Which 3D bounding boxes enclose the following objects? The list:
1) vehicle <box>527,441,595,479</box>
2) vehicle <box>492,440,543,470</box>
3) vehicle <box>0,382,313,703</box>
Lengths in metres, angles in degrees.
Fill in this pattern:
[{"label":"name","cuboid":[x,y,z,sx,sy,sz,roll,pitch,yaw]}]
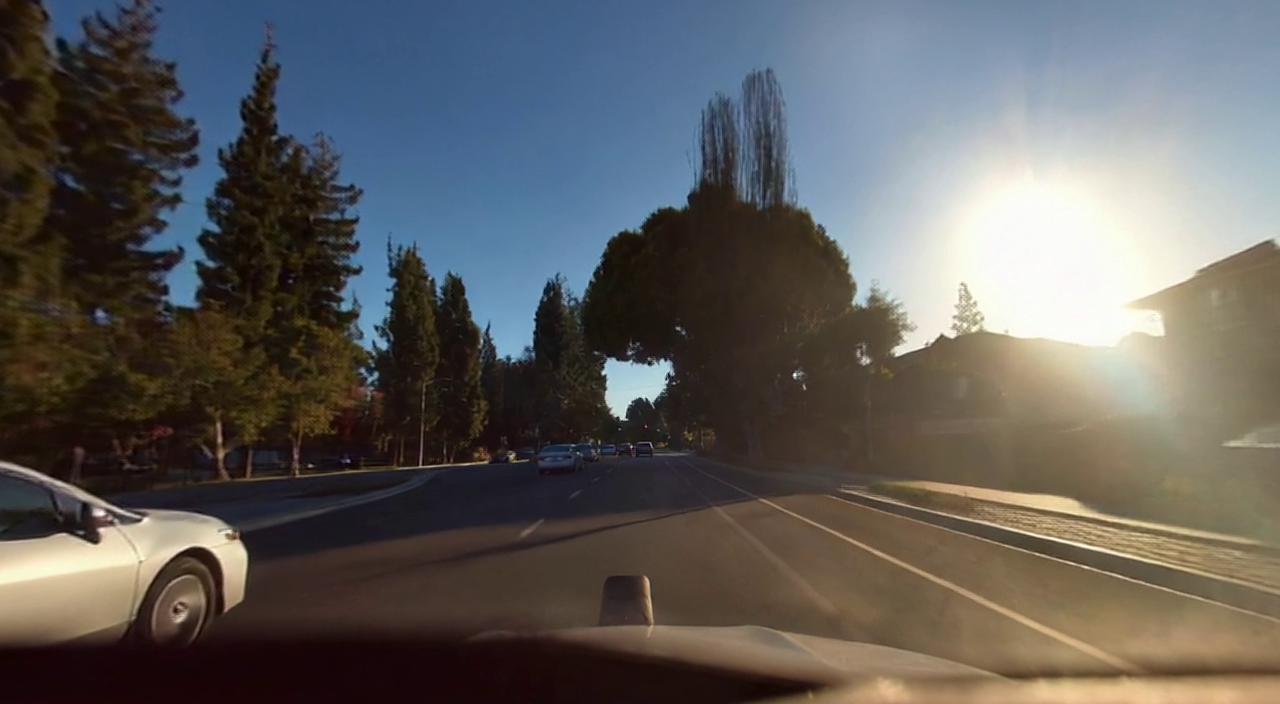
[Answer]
[{"label":"vehicle","cuboid":[-3.321,4.646,27.488,2.188,1.473,4.651,0,-8,2]},{"label":"vehicle","cuboid":[-6.860,5.822,35.814,2.110,1.529,4.743,0,-8,-2]},{"label":"vehicle","cuboid":[-3.968,0.923,2.868,2.190,1.545,4.943,0,-8,2]}]
